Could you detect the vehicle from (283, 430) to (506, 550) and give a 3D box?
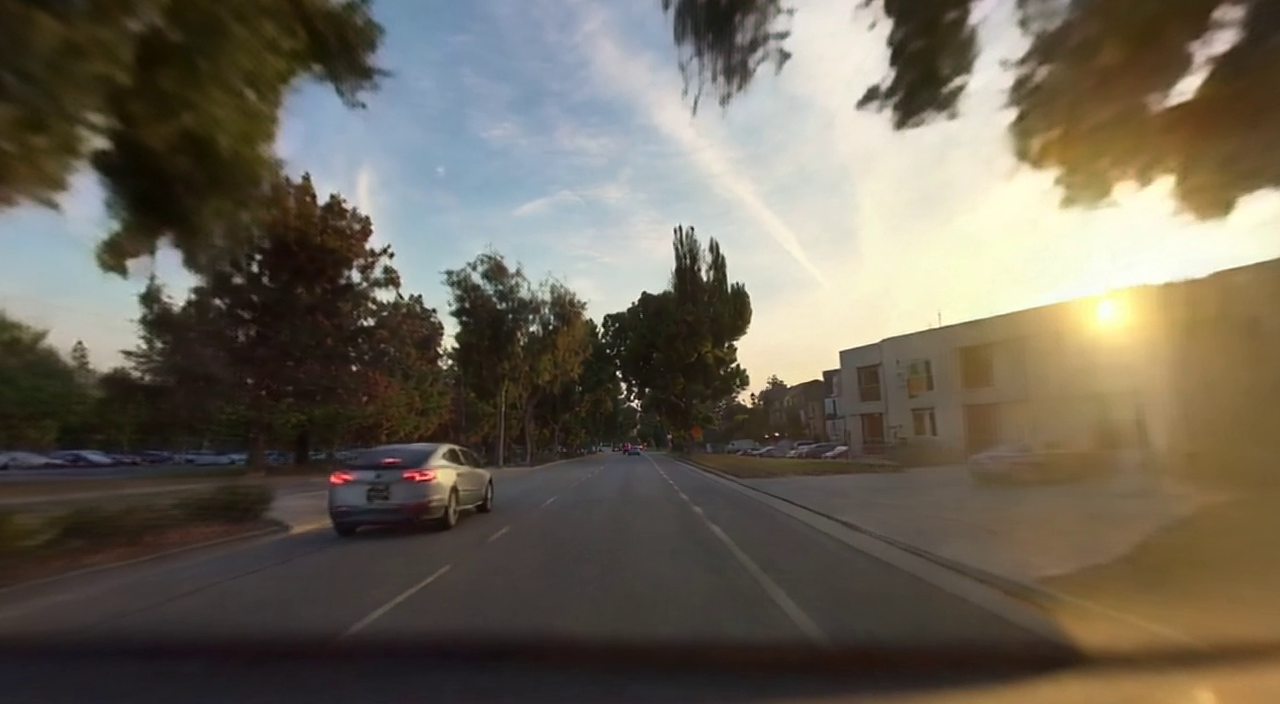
[{"bbox_3d":[-3.653,2.108,10.318,2.030,1.550,3.925,0,-8,0],"label":"vehicle"}]
